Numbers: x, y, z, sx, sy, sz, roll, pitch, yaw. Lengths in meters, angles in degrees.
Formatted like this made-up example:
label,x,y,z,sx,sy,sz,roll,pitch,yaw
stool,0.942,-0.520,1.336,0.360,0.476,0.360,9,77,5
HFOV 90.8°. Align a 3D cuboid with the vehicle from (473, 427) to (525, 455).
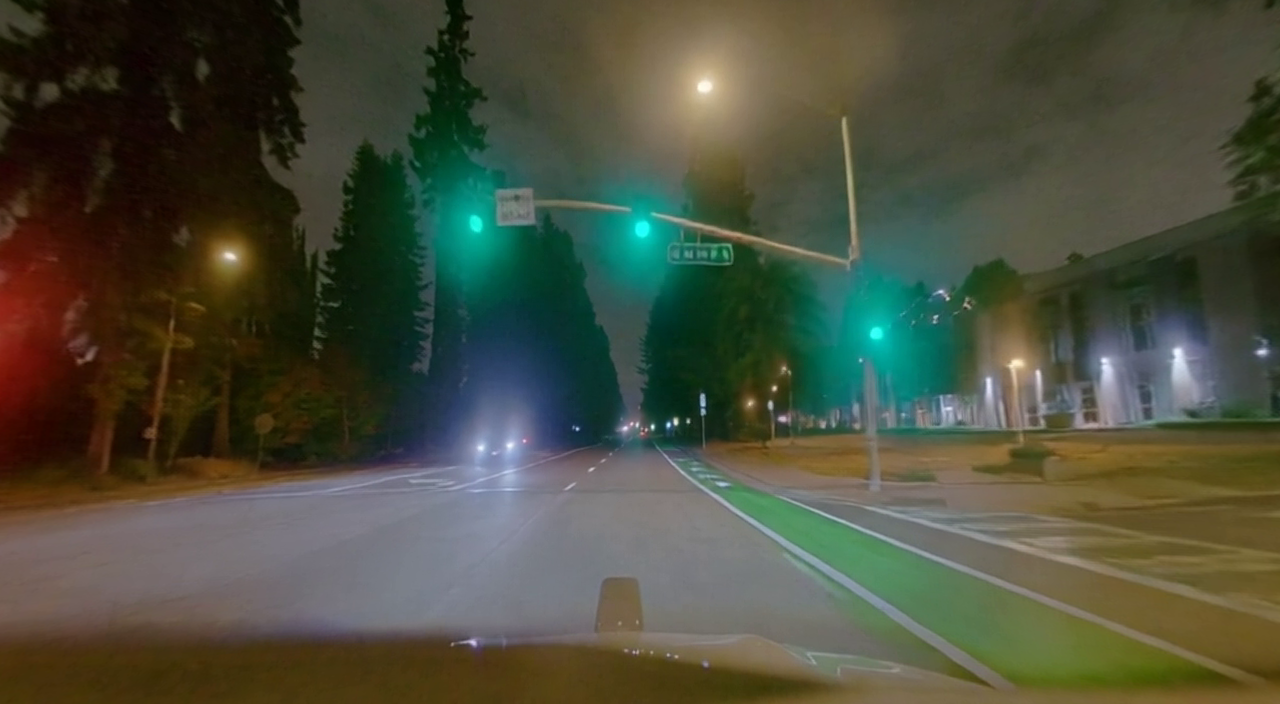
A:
label,x,y,z,sx,sy,sz,roll,pitch,yaw
vehicle,-9.529,6.091,43.104,2.248,1.761,4.918,0,-8,2
